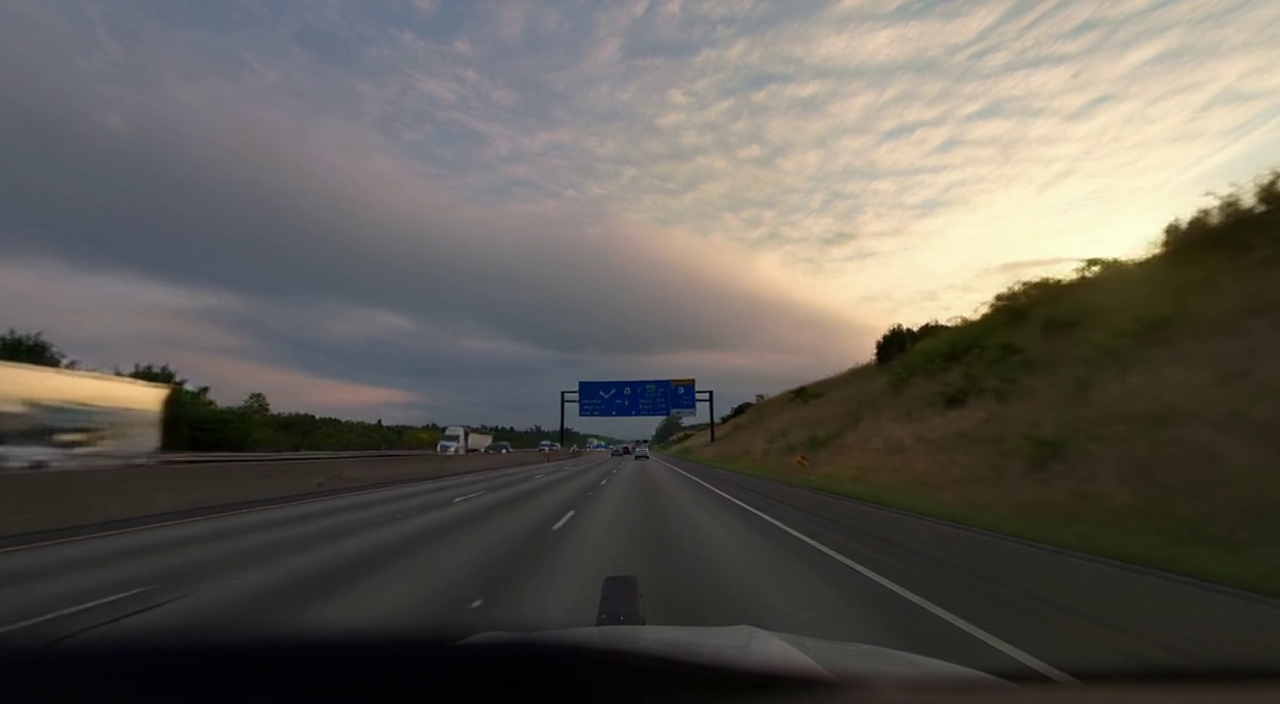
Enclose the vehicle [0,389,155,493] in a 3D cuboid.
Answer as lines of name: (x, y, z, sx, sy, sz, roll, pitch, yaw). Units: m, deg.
vehicle: (-18.197, 2.643, 18.451, 2.450, 2.732, 6.851, 0, -9, 0)
